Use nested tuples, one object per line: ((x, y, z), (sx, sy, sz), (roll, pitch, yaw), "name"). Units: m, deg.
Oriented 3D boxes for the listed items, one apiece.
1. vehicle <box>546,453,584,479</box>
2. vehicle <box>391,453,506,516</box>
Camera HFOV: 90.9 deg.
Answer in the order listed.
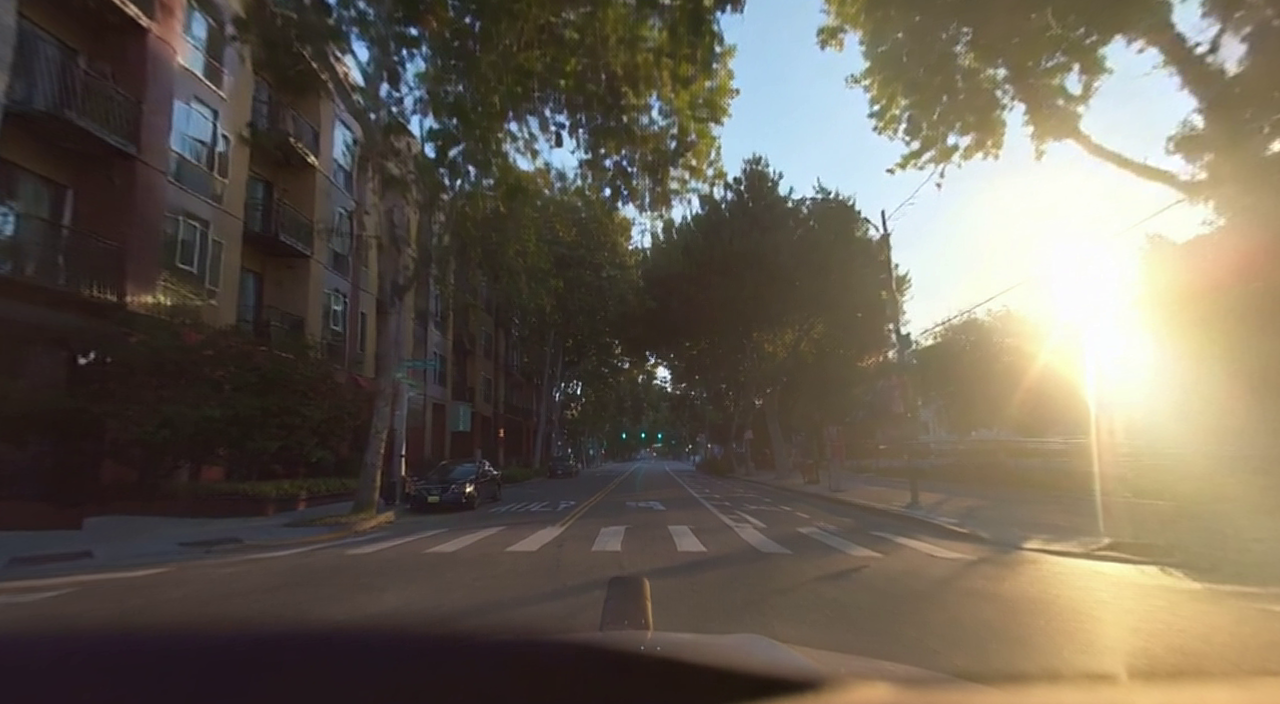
((-5.467, 8.380, 46.535), (2.147, 1.701, 4.879), (0, -8, 1), "vehicle")
((-5.815, 4.053, 19.860), (2.223, 1.658, 4.621), (0, -8, 0), "vehicle")
